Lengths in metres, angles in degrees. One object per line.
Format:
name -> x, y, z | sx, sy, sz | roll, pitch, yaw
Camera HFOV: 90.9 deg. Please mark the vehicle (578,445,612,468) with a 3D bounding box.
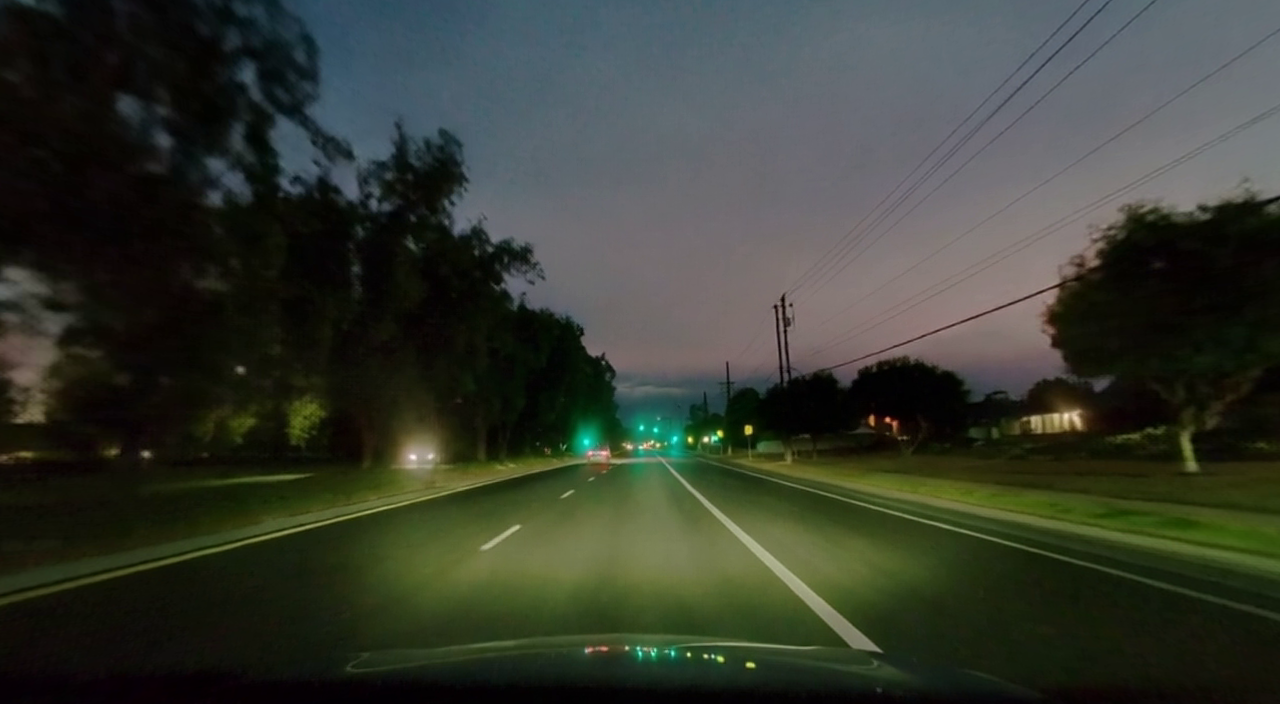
vehicle -> -3.044, 7.164, 43.306 | 2.007, 1.514, 4.049 | 0, -9, 1
